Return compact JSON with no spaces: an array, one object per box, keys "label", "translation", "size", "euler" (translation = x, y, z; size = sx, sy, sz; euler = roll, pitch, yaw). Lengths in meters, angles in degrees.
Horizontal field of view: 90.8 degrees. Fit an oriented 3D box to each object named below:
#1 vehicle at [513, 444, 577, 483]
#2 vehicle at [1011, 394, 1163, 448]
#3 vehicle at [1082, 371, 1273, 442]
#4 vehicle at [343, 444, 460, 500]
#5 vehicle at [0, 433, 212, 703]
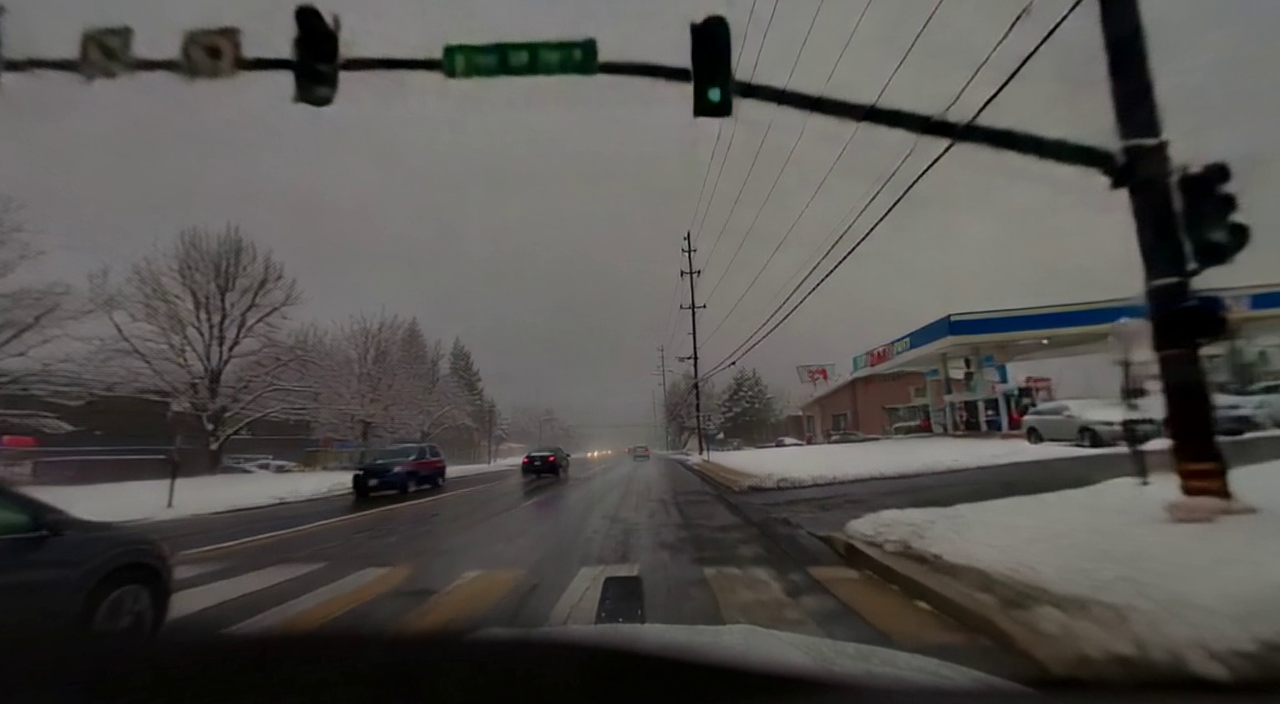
[{"label":"vehicle","translation":[-3.922,4.663,26.766],"size":[1.943,1.455,4.414],"euler":[1,-8,1]},{"label":"vehicle","translation":[14.349,2.333,20.638],"size":[1.835,1.549,4.178],"euler":[1,-8,-1]},{"label":"vehicle","translation":[17.423,1.924,20.911],"size":[2.014,2.048,4.717],"euler":[1,-8,-2]},{"label":"vehicle","translation":[-9.466,4.769,25.695],"size":[2.256,1.772,5.738],"euler":[-6,-9,2]},{"label":"vehicle","translation":[-3.842,0.961,2.061],"size":[1.704,1.430,4.587],"euler":[1,-8,-1]}]
